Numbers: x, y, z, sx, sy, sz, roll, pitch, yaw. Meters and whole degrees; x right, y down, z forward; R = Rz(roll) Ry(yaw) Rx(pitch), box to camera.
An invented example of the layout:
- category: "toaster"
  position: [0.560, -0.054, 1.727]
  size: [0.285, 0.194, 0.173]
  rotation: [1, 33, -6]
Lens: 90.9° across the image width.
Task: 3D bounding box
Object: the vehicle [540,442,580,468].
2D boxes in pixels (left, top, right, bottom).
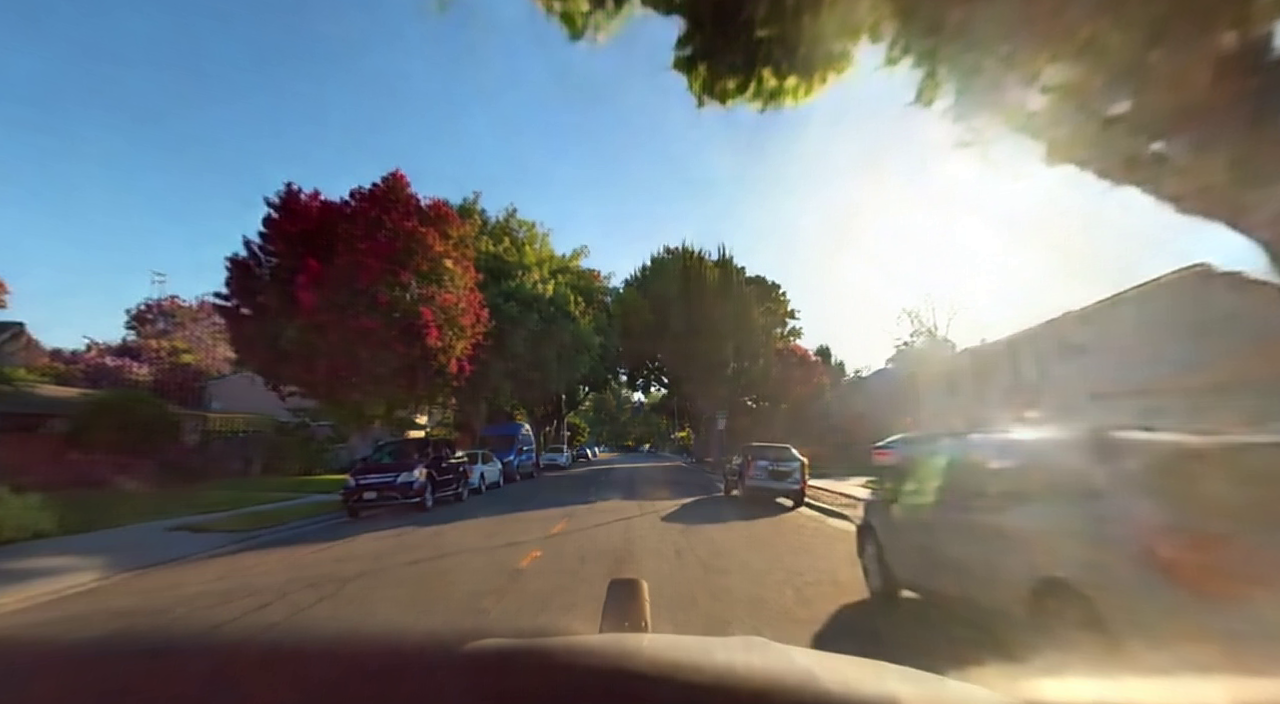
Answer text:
- category: "vehicle"
  position: [-5.097, 6.642, 40.852]
  size: [2.038, 1.571, 4.524]
  rotation: [0, -8, -1]

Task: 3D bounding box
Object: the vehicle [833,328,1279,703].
- category: "vehicle"
  position: [3.090, 1.122, 4.287]
  size: [2.172, 1.764, 4.685]
  rotation: [0, -8, 1]

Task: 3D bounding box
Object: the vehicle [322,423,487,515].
- category: "vehicle"
  position: [-5.369, 2.714, 15.174]
  size: [2.090, 1.855, 4.494]
  rotation: [0, -8, 2]

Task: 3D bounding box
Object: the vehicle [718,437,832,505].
- category: "vehicle"
  position: [3.337, 3.013, 16.543]
  size: [1.945, 1.514, 4.552]
  rotation: [0, -8, 0]
